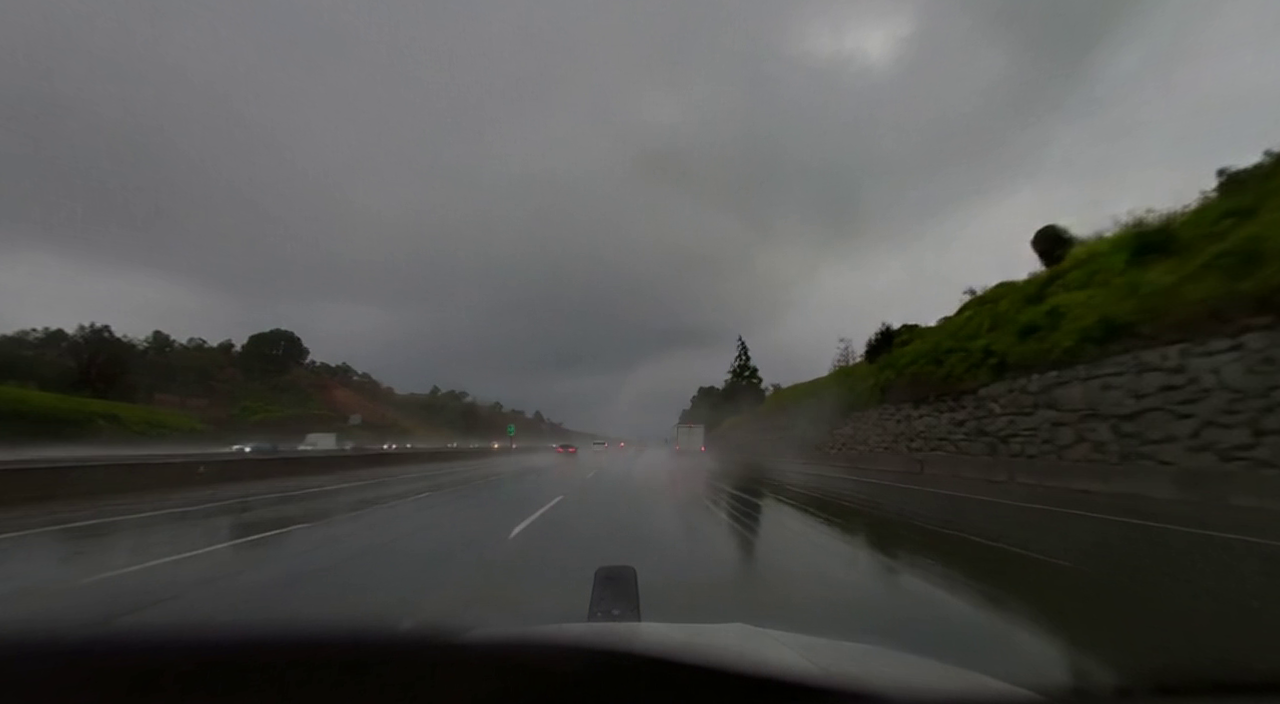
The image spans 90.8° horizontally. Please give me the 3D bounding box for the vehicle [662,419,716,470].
[{"bbox_3d":[3.258,6.481,44.088,2.795,3.187,7.205,0,-9,-3],"label":"vehicle"}]
